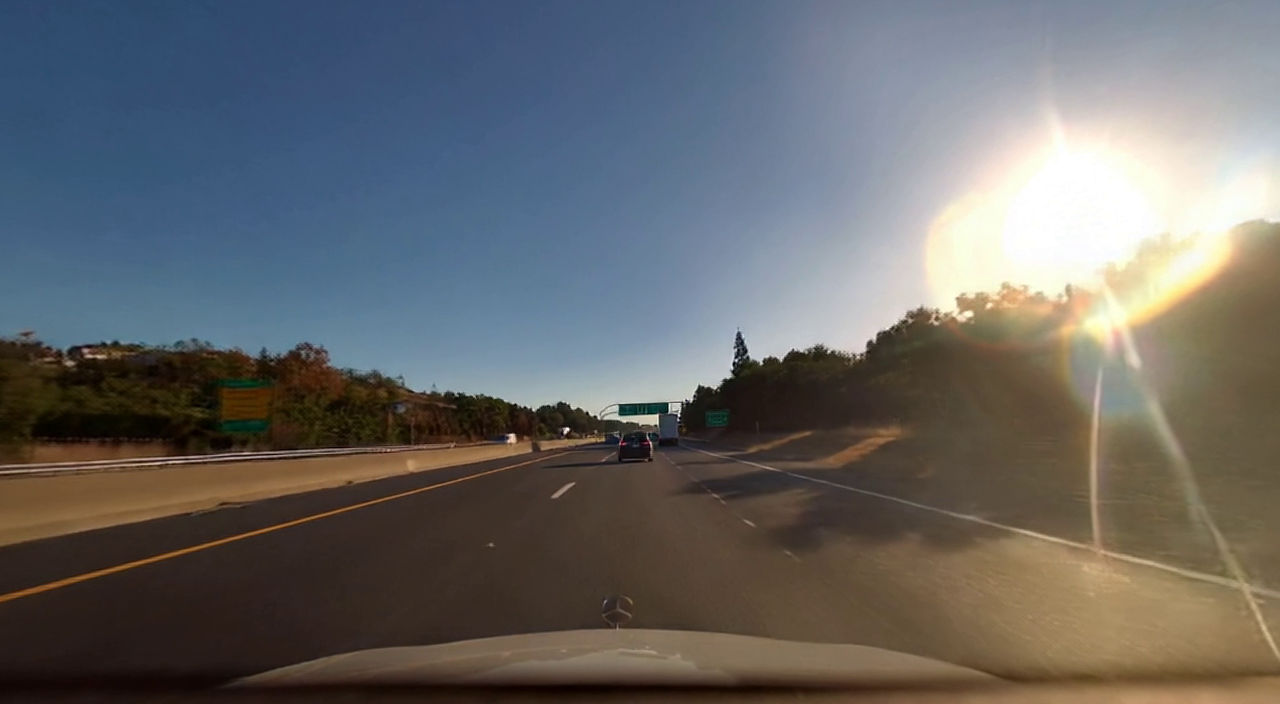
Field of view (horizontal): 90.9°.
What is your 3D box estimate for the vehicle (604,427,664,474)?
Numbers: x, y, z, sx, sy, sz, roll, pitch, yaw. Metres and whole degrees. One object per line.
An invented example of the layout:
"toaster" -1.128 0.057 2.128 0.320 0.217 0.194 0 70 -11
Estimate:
"vehicle" -0.244 3.685 23.839 2.094 1.600 3.666 0 -8 -1
